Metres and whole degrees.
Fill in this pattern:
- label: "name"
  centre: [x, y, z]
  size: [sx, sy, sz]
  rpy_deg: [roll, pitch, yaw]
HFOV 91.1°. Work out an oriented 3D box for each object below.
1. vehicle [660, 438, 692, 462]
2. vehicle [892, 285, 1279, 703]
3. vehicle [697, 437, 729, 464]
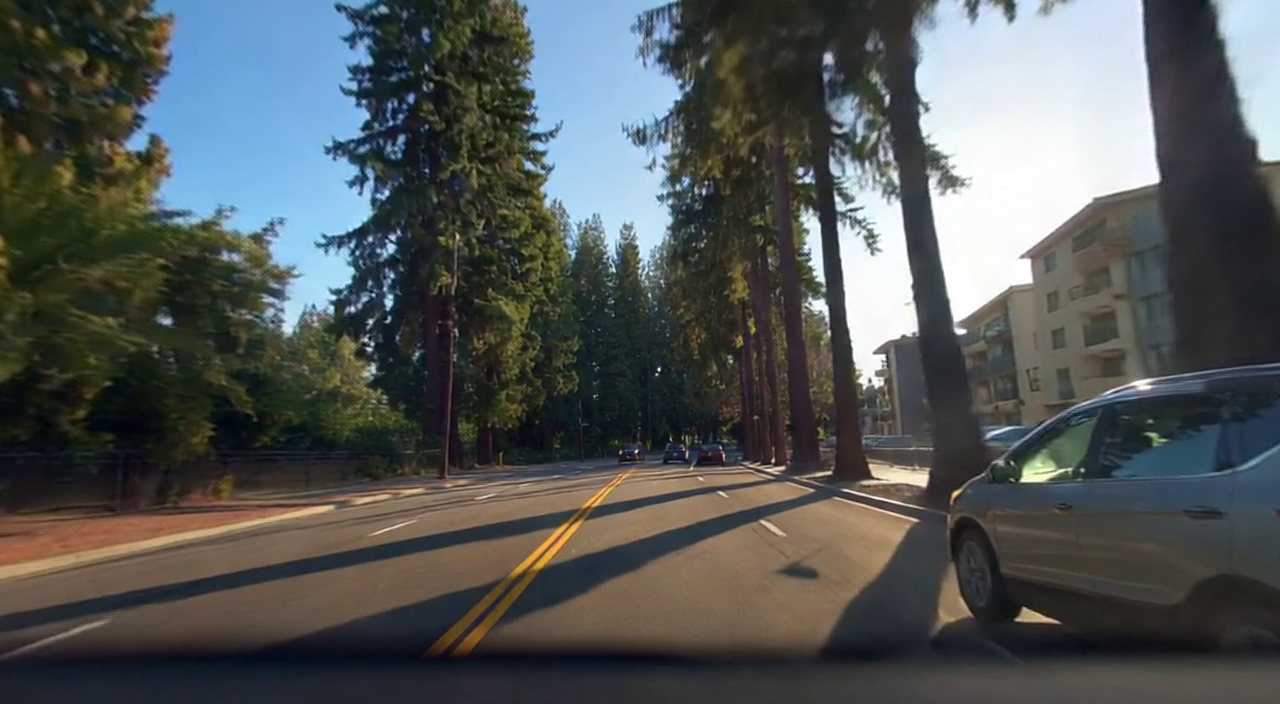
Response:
- label: "vehicle"
  centre: [2.912, 7.774, 49.868]
  size: [2.158, 1.852, 4.485]
  rpy_deg: [-2, -8, 8]
- label: "vehicle"
  centre: [3.312, 0.810, 2.799]
  size: [2.219, 1.881, 5.104]
  rpy_deg: [0, -8, 0]
- label: "vehicle"
  centre: [4.961, 6.765, 43.229]
  size: [2.069, 1.791, 4.422]
  rpy_deg: [-1, -8, 5]
